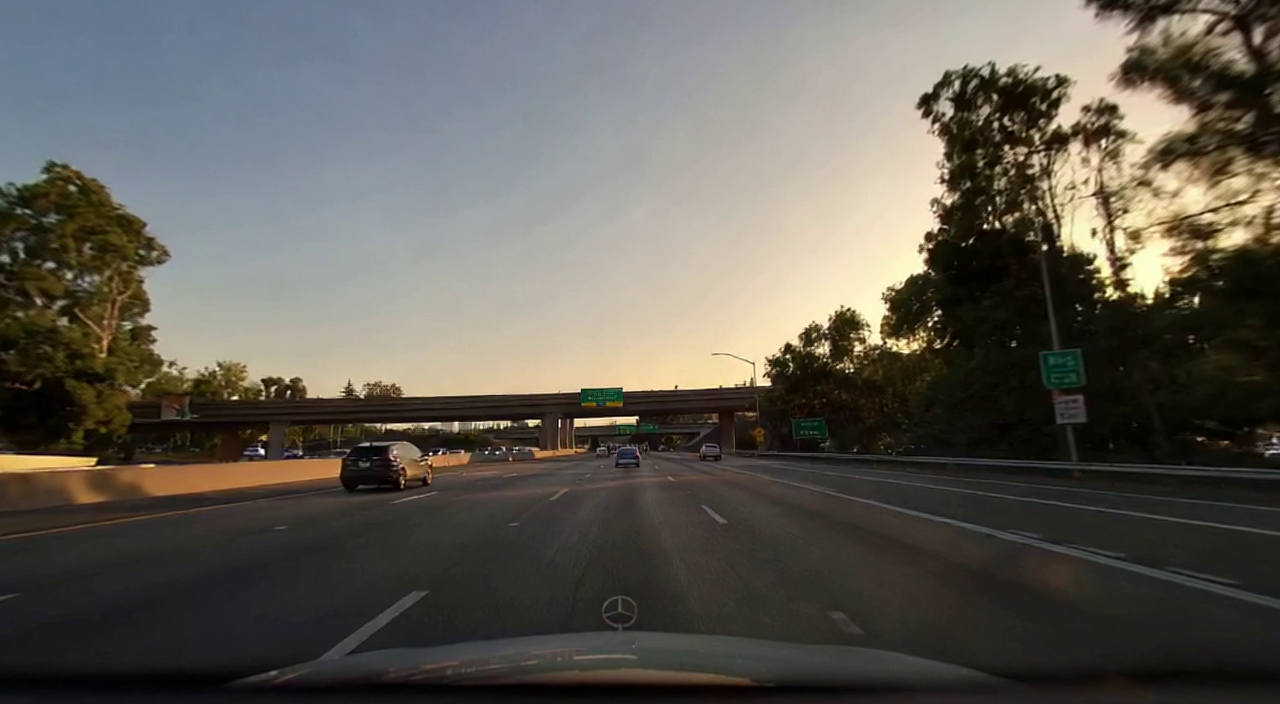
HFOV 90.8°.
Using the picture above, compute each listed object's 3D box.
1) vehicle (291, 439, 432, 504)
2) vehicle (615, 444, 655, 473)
[{"bbox_3d":[-7.465,3.227,17.511,1.957,1.554,4.350,0,-8,-1],"label":"vehicle"},{"bbox_3d":[-0.321,5.730,34.326,2.012,1.471,4.059,0,-8,-2],"label":"vehicle"}]
